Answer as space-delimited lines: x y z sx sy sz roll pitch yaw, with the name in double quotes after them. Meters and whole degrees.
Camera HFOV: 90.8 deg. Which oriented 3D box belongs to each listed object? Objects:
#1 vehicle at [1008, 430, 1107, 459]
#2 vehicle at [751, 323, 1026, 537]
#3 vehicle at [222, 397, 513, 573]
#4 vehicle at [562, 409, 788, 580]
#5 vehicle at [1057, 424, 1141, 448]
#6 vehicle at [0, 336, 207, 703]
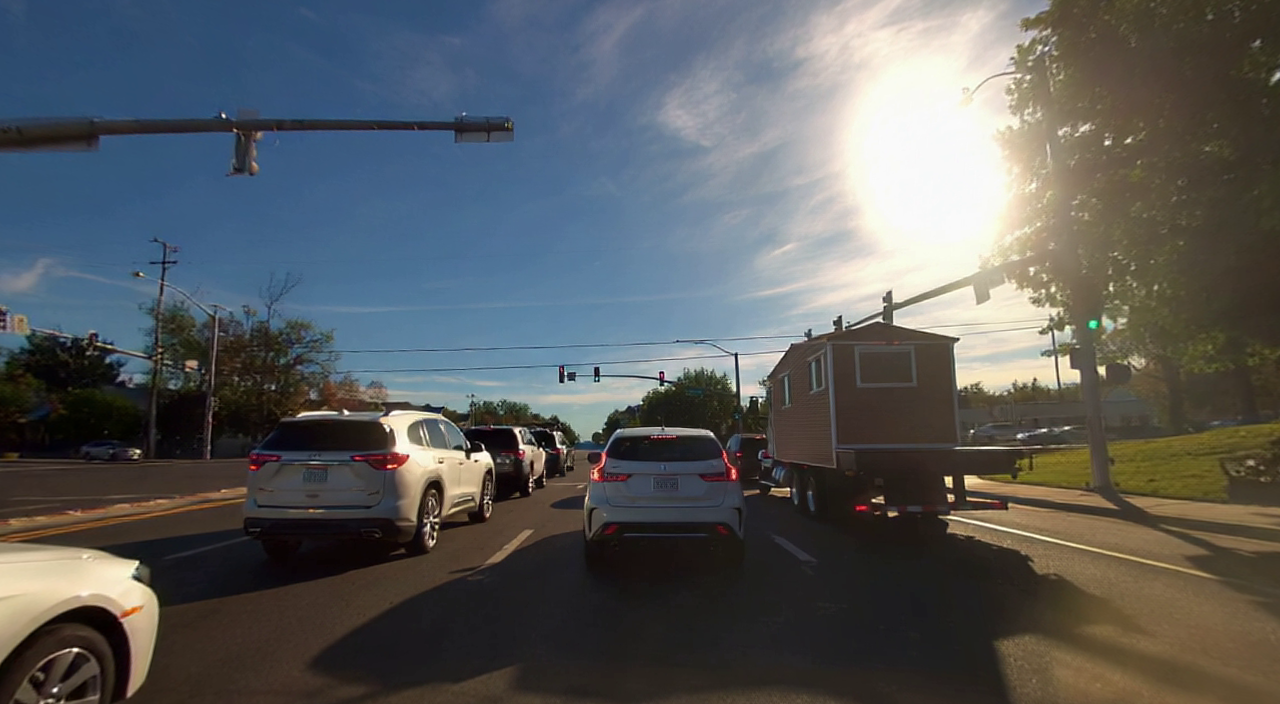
24.016 5.343 36.401 4.426 1.570 1.818 0 -8 -3 "vehicle"
3.676 1.400 10.999 2.531 2.750 5.595 0 -9 1 "vehicle"
-3.282 1.712 8.847 2.085 1.812 4.388 0 -9 0 "vehicle"
0.345 1.704 8.320 2.189 1.649 4.171 0 -9 0 "vehicle"
33.210 6.125 45.865 4.671 1.595 1.824 -5 -10 31 "vehicle"
-3.437 0.671 1.482 1.952 1.730 4.116 0 -9 -1 "vehicle"
